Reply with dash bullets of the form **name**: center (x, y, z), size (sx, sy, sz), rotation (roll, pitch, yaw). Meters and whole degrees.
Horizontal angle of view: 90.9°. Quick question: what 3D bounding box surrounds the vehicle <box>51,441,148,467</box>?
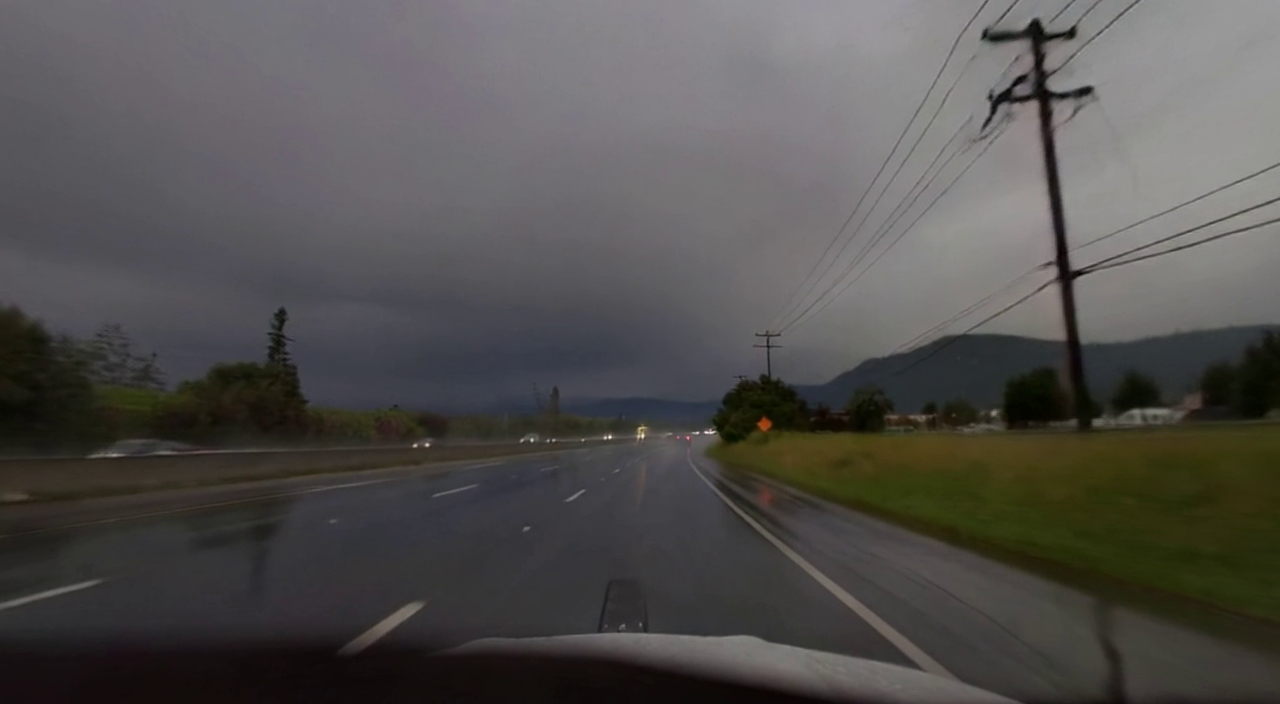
- **vehicle**: center (-32.622, 6.177, 38.235), size (1.806, 1.451, 4.457), rotation (0, -9, 3)
